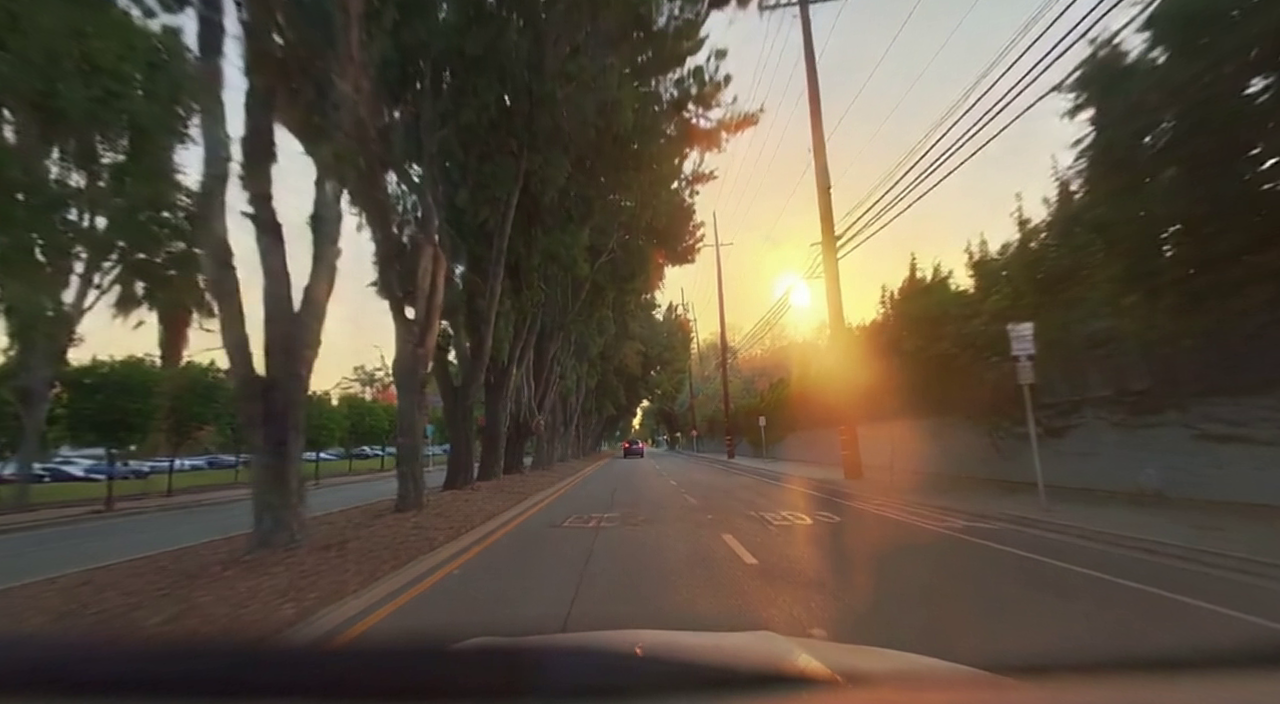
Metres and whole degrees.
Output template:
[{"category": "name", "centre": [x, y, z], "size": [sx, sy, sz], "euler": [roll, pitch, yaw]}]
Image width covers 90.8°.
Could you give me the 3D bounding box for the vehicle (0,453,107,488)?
[{"category": "vehicle", "centre": [-33.939, 6.775, 36.125], "size": [5.051, 1.657, 2.023], "euler": [-3, -8, 0]}]

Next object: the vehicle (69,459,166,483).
[{"category": "vehicle", "centre": [-34.138, 7.763, 41.366], "size": [4.499, 1.448, 1.915], "euler": [0, -8, -3]}]
